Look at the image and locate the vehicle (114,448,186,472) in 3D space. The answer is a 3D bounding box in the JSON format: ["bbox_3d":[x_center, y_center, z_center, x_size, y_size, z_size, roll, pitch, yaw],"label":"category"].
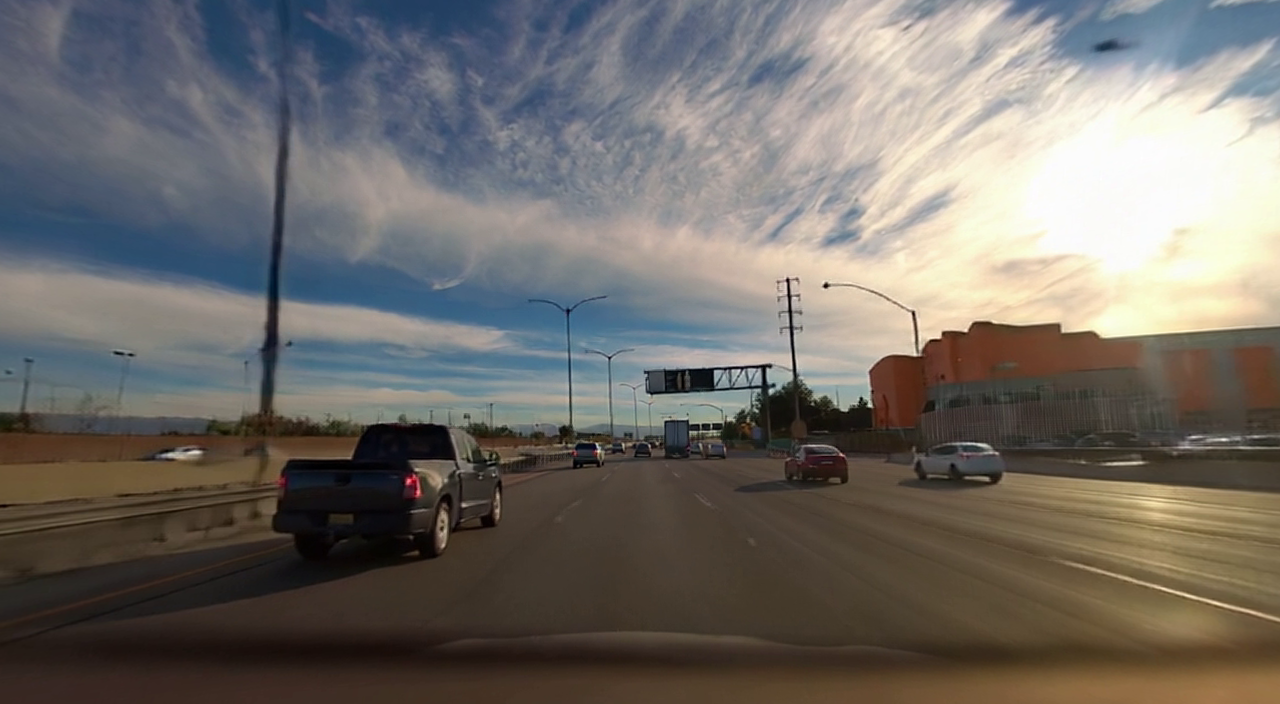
[{"bbox_3d":[-32.631,7.173,42.094,1.655,1.481,3.729,0,-9,3],"label":"vehicle"}]

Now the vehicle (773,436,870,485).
[{"bbox_3d":[6.106,3.722,21.823,1.980,1.501,4.433,0,-9,-1],"label":"vehicle"}]

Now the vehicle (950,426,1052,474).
[{"bbox_3d":[25.931,7.148,45.601,2.893,3.189,6.320,2,-9,-8],"label":"vehicle"}]

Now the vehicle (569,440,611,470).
[{"bbox_3d":[-2.698,5.689,34.900,1.929,1.521,4.097,0,-9,1],"label":"vehicle"}]

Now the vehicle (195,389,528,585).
[{"bbox_3d":[-2.988,1.590,8.179,2.130,1.799,4.583,0,-9,1],"label":"vehicle"}]
